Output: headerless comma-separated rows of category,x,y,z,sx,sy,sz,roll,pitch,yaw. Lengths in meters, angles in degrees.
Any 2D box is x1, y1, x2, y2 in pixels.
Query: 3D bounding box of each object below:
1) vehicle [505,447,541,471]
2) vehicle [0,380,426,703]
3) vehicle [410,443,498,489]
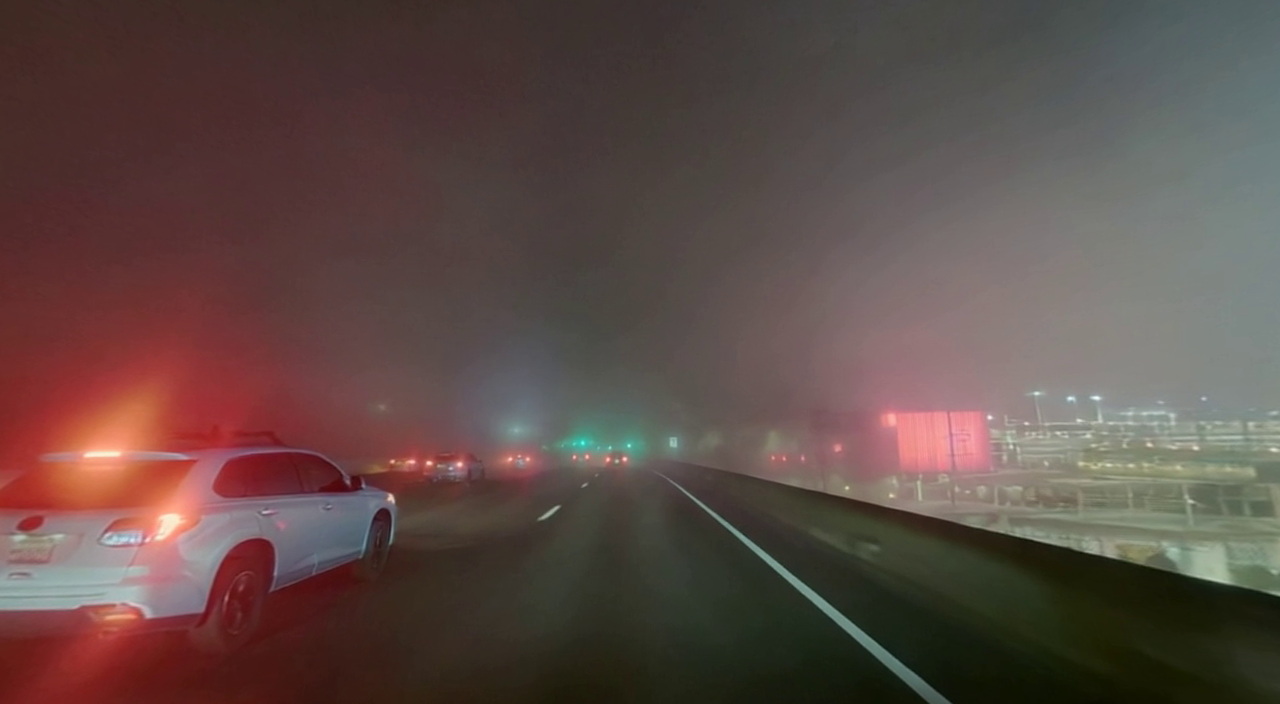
vehicle,-8.957,8.200,48.534,2.065,1.689,4.399,0,-9,-2
vehicle,-3.605,1.330,5.149,2.036,1.717,4.592,0,-9,1
vehicle,-7.194,4.436,24.883,2.075,1.642,4.638,0,-9,0
